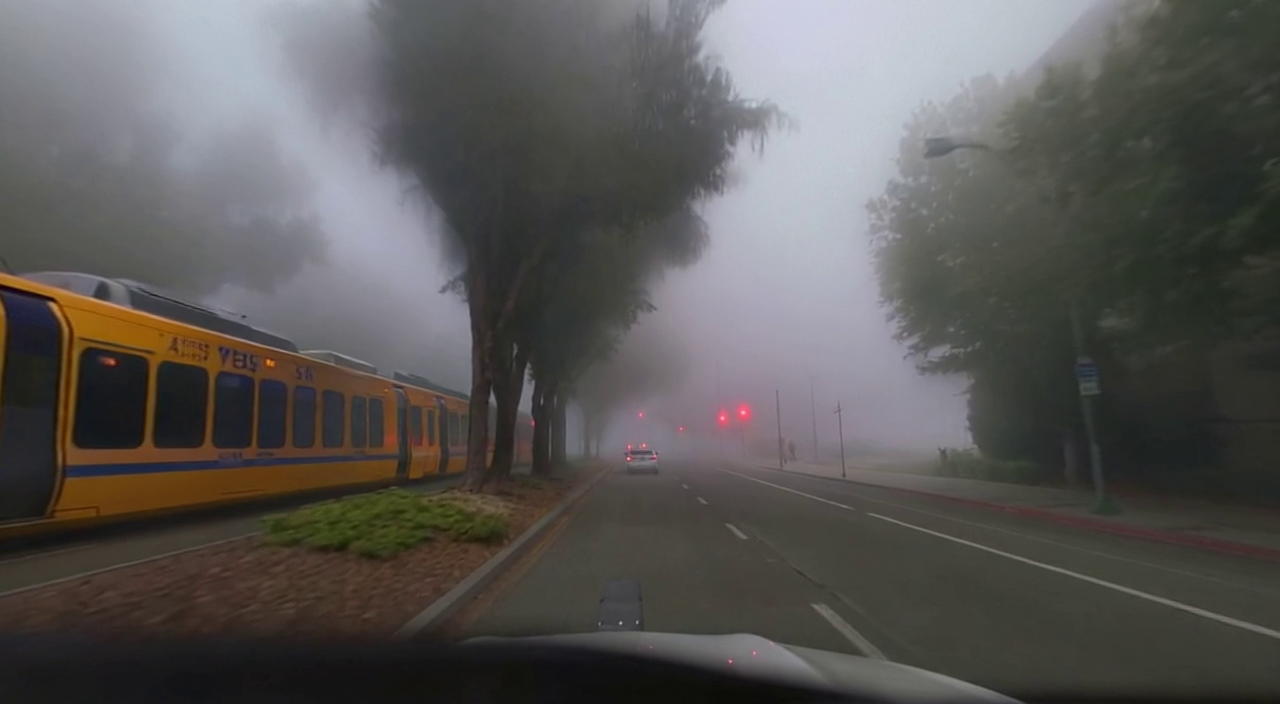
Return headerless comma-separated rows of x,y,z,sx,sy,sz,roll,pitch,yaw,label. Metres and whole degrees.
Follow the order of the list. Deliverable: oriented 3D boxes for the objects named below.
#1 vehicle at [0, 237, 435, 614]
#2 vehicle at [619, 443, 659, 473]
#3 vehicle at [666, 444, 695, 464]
-7.793,1.501,12.671,2.897,3.700,13.528,0,-7,0,vehicle
-0.072,5.558,33.440,2.002,1.471,4.337,0,-8,0,vehicle
3.116,7.915,49.109,1.944,1.447,4.392,0,-8,0,vehicle
